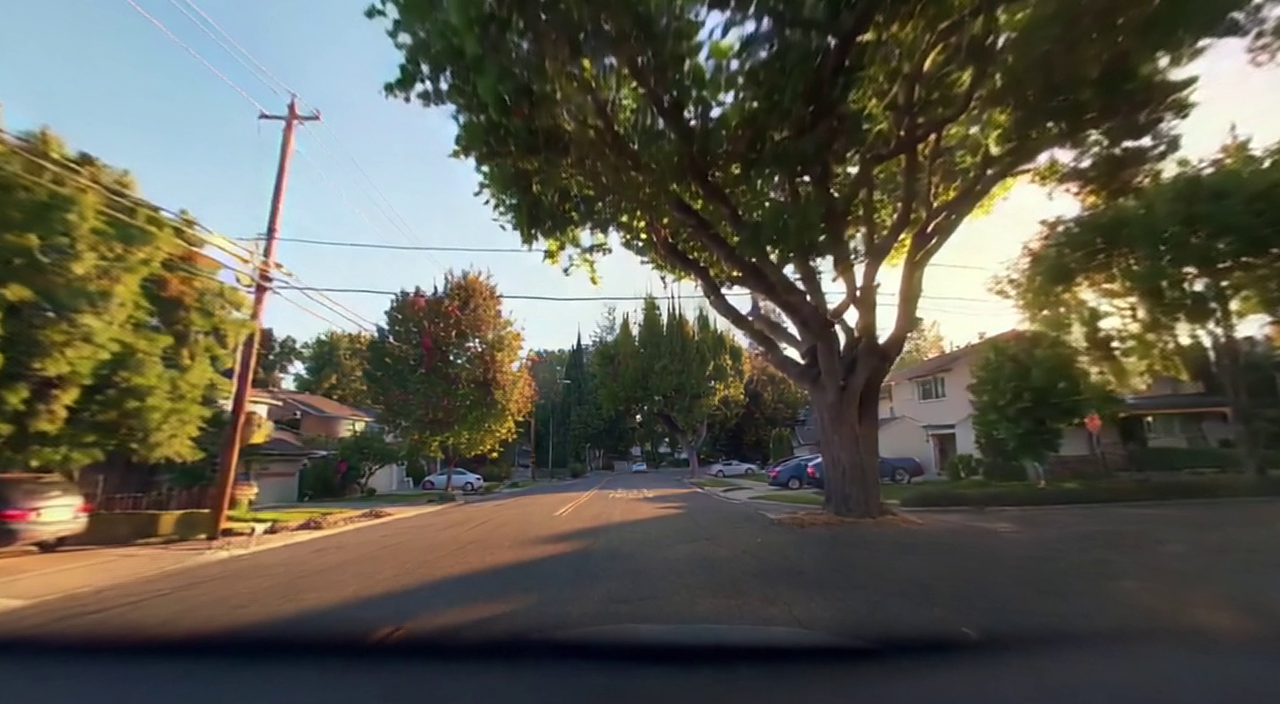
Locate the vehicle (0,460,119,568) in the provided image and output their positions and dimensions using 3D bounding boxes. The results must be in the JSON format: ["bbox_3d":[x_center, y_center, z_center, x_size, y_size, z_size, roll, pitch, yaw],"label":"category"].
[{"bbox_3d":[-12.915,2.997,11.984,4.245,1.821,1.918,0,-9,-2],"label":"vehicle"}]

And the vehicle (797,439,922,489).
[{"bbox_3d":[9.268,4.753,26.977,4.557,2.012,1.917,0,-9,-3],"label":"vehicle"}]

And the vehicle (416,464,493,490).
[{"bbox_3d":[-11.924,8.076,40.826,4.243,1.598,2.003,-1,-10,3],"label":"vehicle"}]
